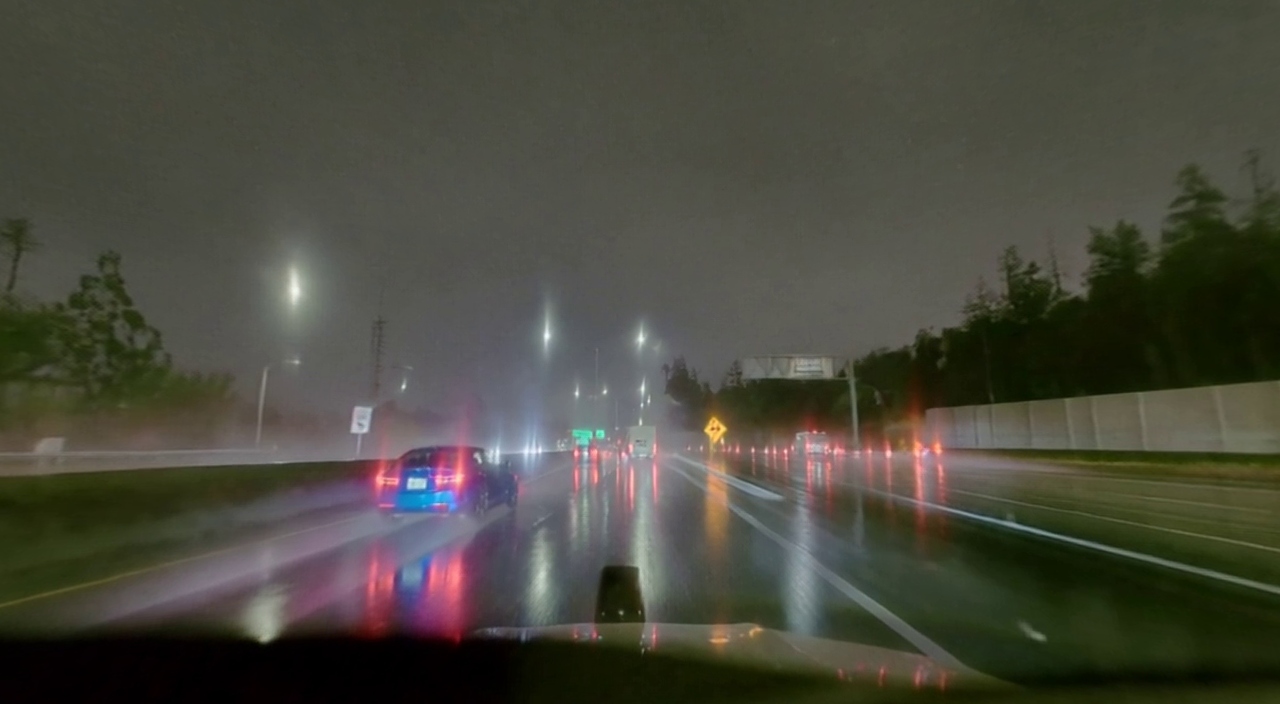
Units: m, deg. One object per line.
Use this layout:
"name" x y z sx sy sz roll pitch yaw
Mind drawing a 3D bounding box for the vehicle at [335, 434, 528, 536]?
"vehicle" -3.556 2.357 11.832 2.012 1.510 4.672 0 -9 0

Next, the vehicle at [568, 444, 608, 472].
"vehicle" -2.957 6.121 36.543 1.965 1.459 4.145 0 -9 -1
